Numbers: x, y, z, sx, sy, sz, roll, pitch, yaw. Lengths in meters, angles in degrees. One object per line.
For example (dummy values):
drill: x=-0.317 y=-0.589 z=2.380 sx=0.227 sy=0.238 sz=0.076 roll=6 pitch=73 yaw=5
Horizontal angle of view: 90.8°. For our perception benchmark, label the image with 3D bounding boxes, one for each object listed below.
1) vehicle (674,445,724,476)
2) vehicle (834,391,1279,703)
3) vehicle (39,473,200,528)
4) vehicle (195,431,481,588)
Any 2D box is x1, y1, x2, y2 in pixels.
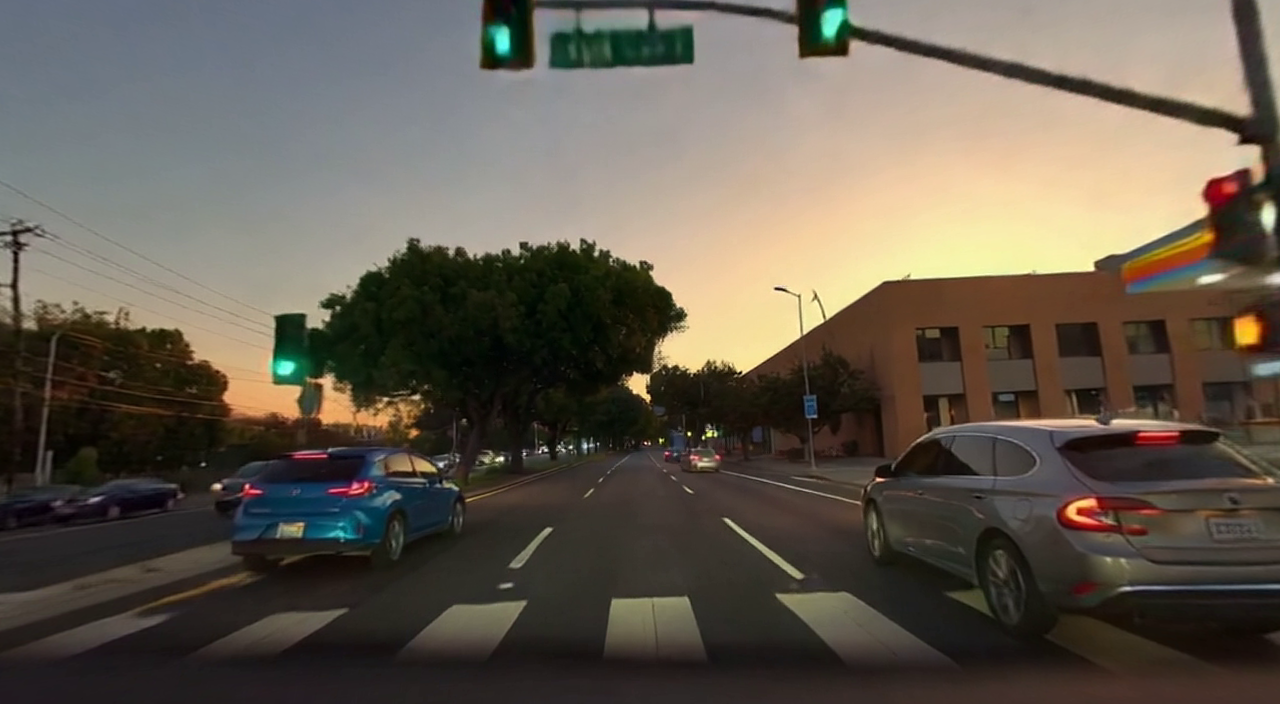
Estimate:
vehicle: x=3.366 y=6.246 z=36.700 sx=2.066 sy=1.699 sz=4.419 roll=0 pitch=-8 yaw=-5
vehicle: x=3.512 y=1.361 z=5.644 sx=2.085 sy=1.655 sz=4.459 roll=0 pitch=-8 yaw=-1
vehicle: x=-17.768 y=5.045 z=21.904 sx=1.817 sy=1.483 sz=4.426 roll=0 pitch=-8 yaw=-1
vehicle: x=-3.685 y=1.955 z=8.713 sx=1.935 sy=1.617 sz=4.045 roll=0 pitch=-8 yaw=0
